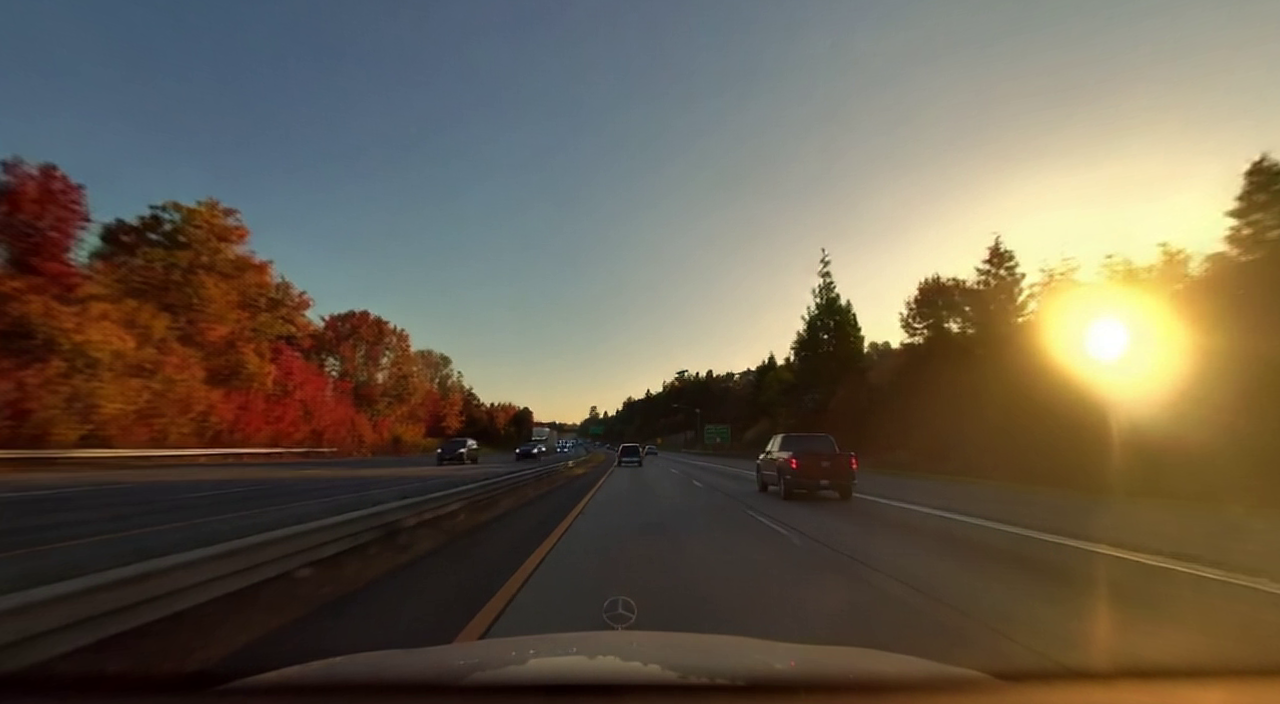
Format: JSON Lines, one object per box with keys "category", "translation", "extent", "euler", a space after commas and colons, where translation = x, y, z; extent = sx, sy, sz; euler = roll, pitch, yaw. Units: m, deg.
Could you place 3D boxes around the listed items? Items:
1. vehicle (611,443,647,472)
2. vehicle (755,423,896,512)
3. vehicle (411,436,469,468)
{"category": "vehicle", "translation": [-0.680, 6.691, 40.012], "extent": [2.151, 1.693, 4.201], "euler": [0, -9, -1]}
{"category": "vehicle", "translation": [4.136, 2.645, 14.761], "extent": [1.982, 1.745, 4.151], "euler": [0, -9, -1]}
{"category": "vehicle", "translation": [-12.778, 6.448, 40.357], "extent": [2.160, 1.890, 4.748], "euler": [-1, -9, 0]}
